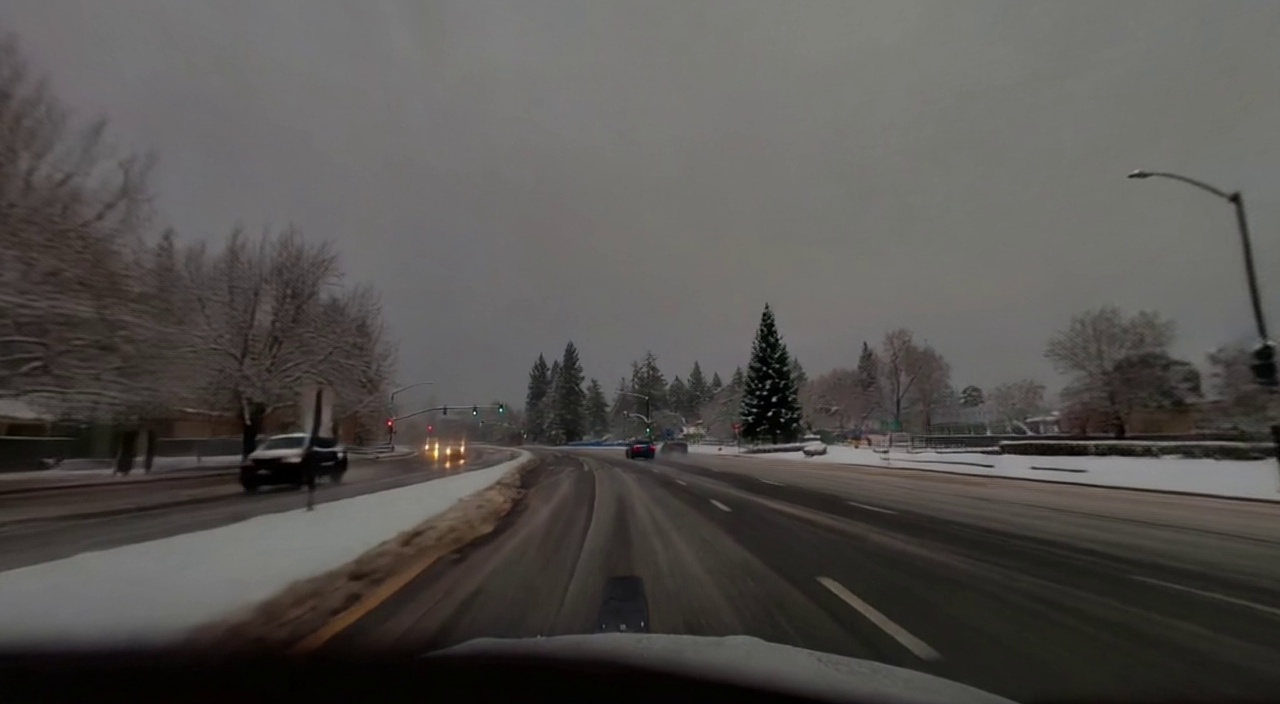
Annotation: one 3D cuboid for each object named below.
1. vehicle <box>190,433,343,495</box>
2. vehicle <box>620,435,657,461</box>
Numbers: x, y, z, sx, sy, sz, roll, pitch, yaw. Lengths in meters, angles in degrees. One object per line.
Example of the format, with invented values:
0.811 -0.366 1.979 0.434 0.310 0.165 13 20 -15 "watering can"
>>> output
-13.133 3.945 22.769 2.278 1.928 5.776 0 -8 -3 "vehicle"
-0.152 7.173 47.112 2.046 1.818 4.603 1 -8 -9 "vehicle"
